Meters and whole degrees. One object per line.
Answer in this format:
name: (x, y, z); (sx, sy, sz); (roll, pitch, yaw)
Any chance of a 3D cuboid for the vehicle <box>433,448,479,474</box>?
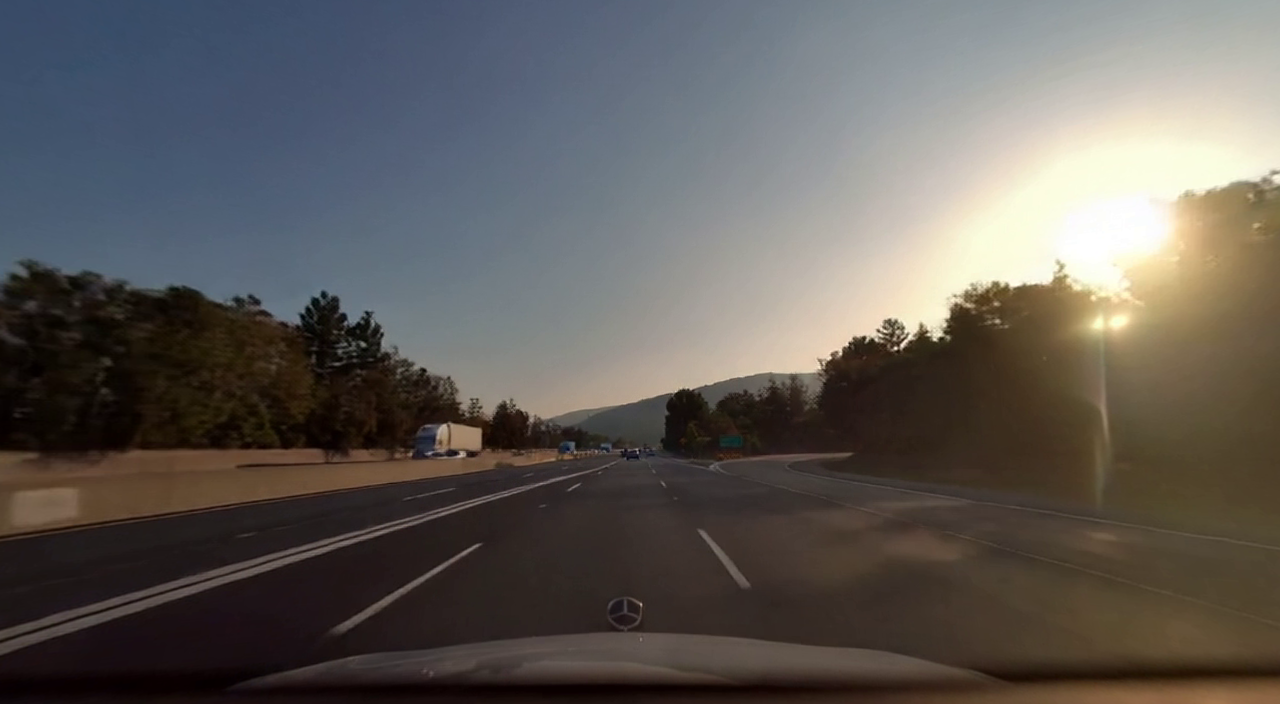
vehicle: (-11.961, 7.061, 41.224); (1.862, 1.580, 3.706); (0, -9, 1)
